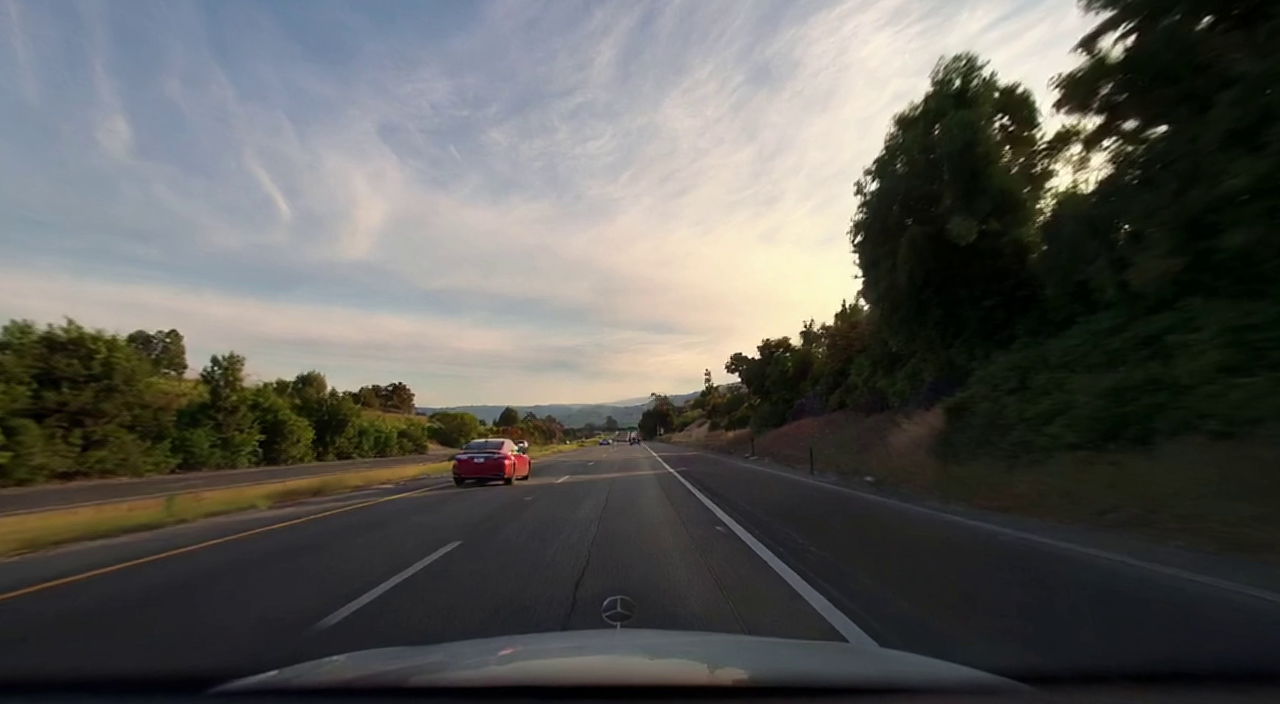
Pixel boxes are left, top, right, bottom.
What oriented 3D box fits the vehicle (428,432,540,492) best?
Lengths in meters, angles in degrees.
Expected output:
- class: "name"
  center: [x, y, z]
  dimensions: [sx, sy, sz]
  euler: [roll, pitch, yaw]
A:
- class: "vehicle"
  center: [-4.271, 3.050, 17.969]
  dimensions: [2.063, 1.496, 4.225]
  euler: [0, -8, 1]
